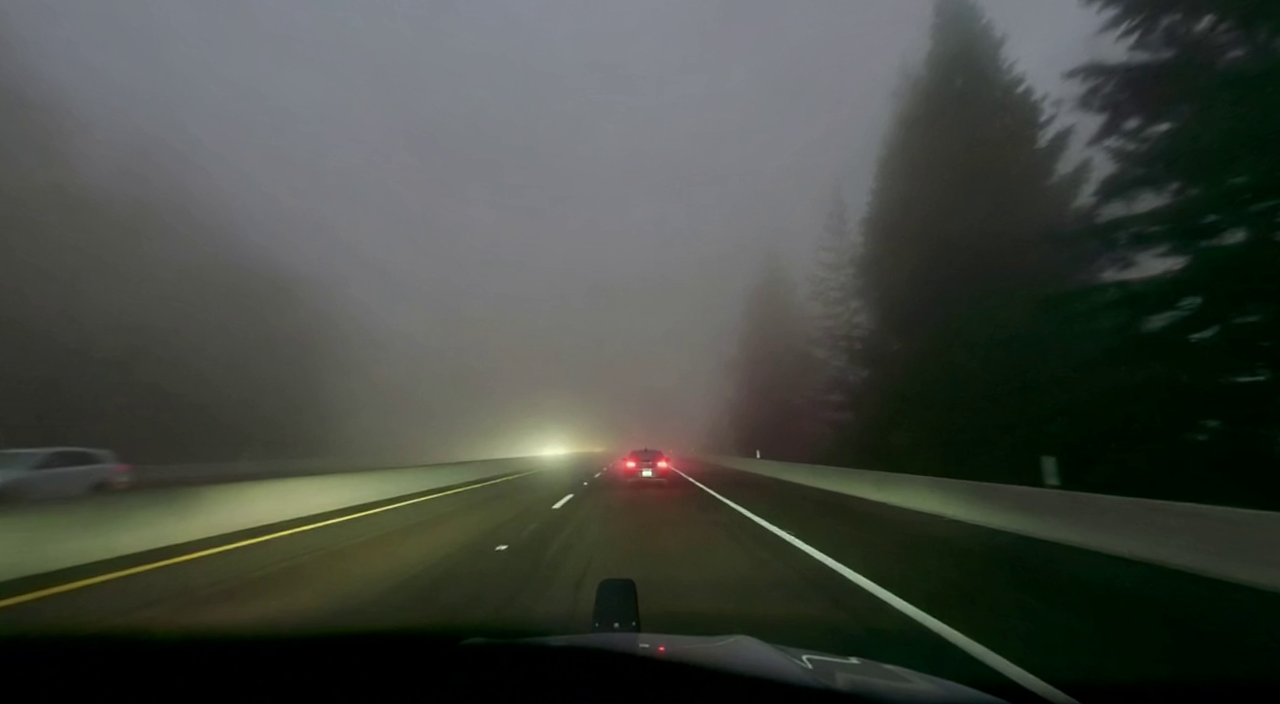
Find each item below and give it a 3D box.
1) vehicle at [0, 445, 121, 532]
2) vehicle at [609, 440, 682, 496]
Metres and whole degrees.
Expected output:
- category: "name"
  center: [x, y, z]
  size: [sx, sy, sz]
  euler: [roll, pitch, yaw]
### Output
- category: "vehicle"
  center: [-12.906, 2.601, 12.011]
  size: [1.986, 1.604, 4.568]
  euler: [0, -9, 0]
- category: "vehicle"
  center: [0.046, 3.549, 19.567]
  size: [2.021, 1.533, 4.014]
  euler: [0, -9, -3]
